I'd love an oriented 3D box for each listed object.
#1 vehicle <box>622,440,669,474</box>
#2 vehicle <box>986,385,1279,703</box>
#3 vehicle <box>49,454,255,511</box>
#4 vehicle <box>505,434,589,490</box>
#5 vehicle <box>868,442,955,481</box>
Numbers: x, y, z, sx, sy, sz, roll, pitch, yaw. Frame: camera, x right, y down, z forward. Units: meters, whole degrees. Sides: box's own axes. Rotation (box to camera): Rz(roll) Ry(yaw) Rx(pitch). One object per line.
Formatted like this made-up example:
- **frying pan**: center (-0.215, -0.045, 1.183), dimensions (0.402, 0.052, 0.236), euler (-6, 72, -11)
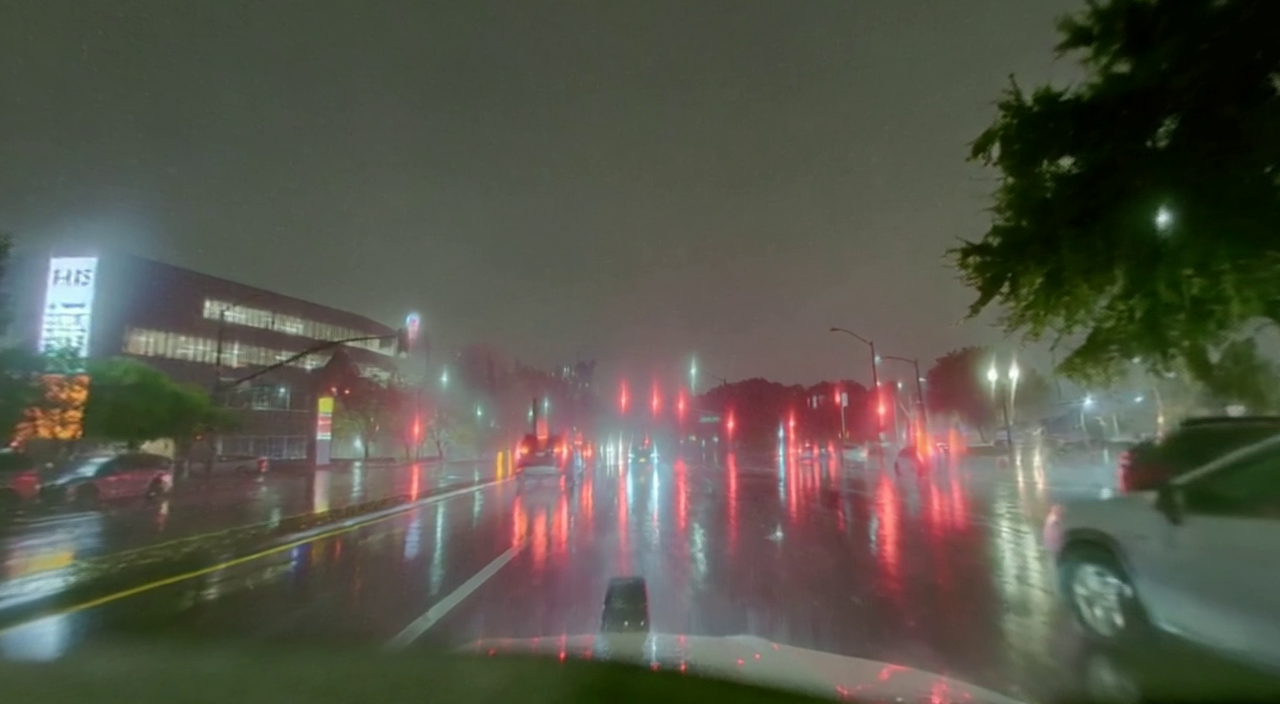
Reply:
- **vehicle**: center (0.247, 4.879, 29.463), dimensions (2.059, 1.477, 3.988), euler (0, -8, 0)
- **vehicle**: center (3.702, 0.845, 2.263), dimensions (2.109, 1.510, 4.927), euler (0, -8, 0)
- **vehicle**: center (-13.859, 3.672, 18.043), dimensions (4.481, 1.455, 2.068), euler (-2, -8, 10)
- **vehicle**: center (-3.000, 3.671, 21.436), dimensions (2.057, 1.678, 4.639), euler (0, -8, 1)
- **vehicle**: center (11.312, 4.563, 26.600), dimensions (1.935, 1.435, 4.141), euler (2, -8, 1)
